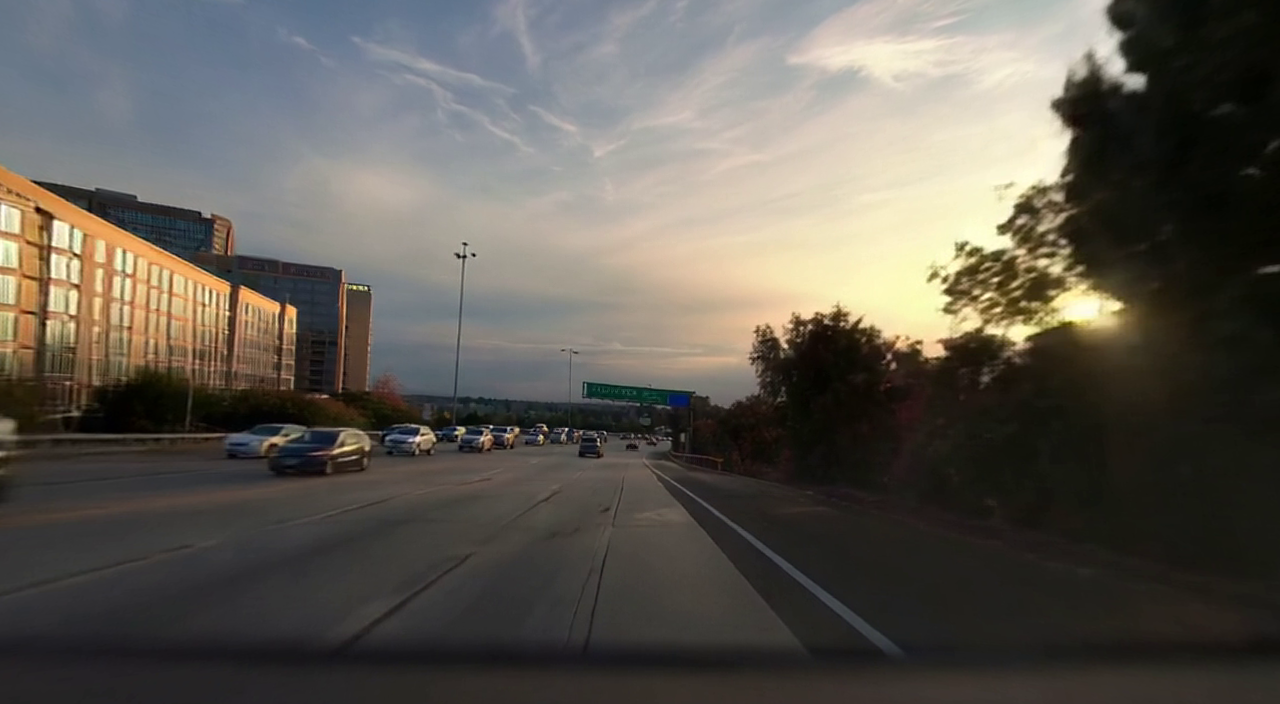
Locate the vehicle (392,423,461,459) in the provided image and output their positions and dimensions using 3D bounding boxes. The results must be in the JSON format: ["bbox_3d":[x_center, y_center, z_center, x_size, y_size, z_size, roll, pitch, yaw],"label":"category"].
[{"bbox_3d":[-10.819,4.585,32.317,2.033,1.662,4.394,0,-9,0],"label":"vehicle"}]

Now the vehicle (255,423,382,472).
[{"bbox_3d":[-10.872,3.292,21.769,1.953,1.520,4.549,0,-9,0],"label":"vehicle"}]

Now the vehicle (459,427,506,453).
[{"bbox_3d":[-10.644,6.004,42.887,2.016,1.607,4.491,0,-9,1],"label":"vehicle"}]

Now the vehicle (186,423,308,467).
[{"bbox_3d":[-14.720,3.537,23.955,1.906,1.506,4.269,0,-8,0],"label":"vehicle"}]
